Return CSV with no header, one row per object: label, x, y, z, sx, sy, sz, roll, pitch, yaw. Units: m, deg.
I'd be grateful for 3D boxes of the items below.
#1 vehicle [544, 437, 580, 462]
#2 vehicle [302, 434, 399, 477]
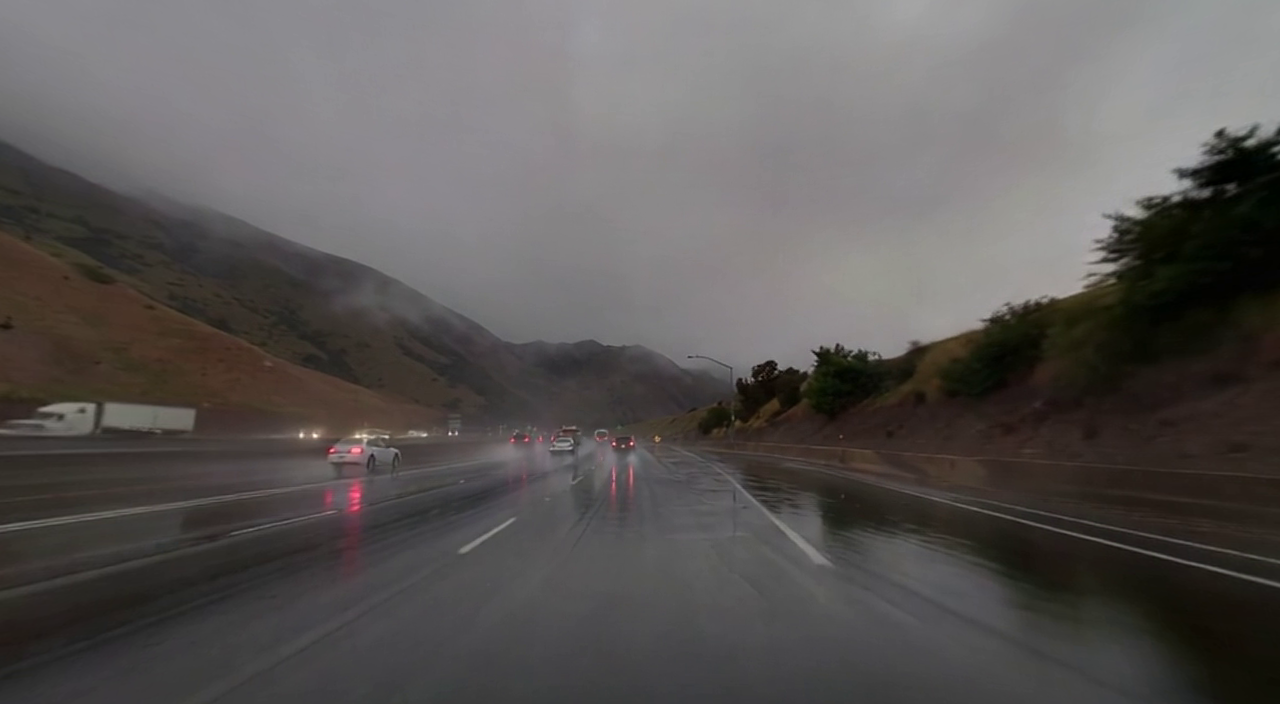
vehicle,-5.267,6.651,43.127,2.060,1.631,4.214,0,-8,-2
vehicle,-12.007,4.324,26.498,2.047,1.645,4.451,0,-8,-1
